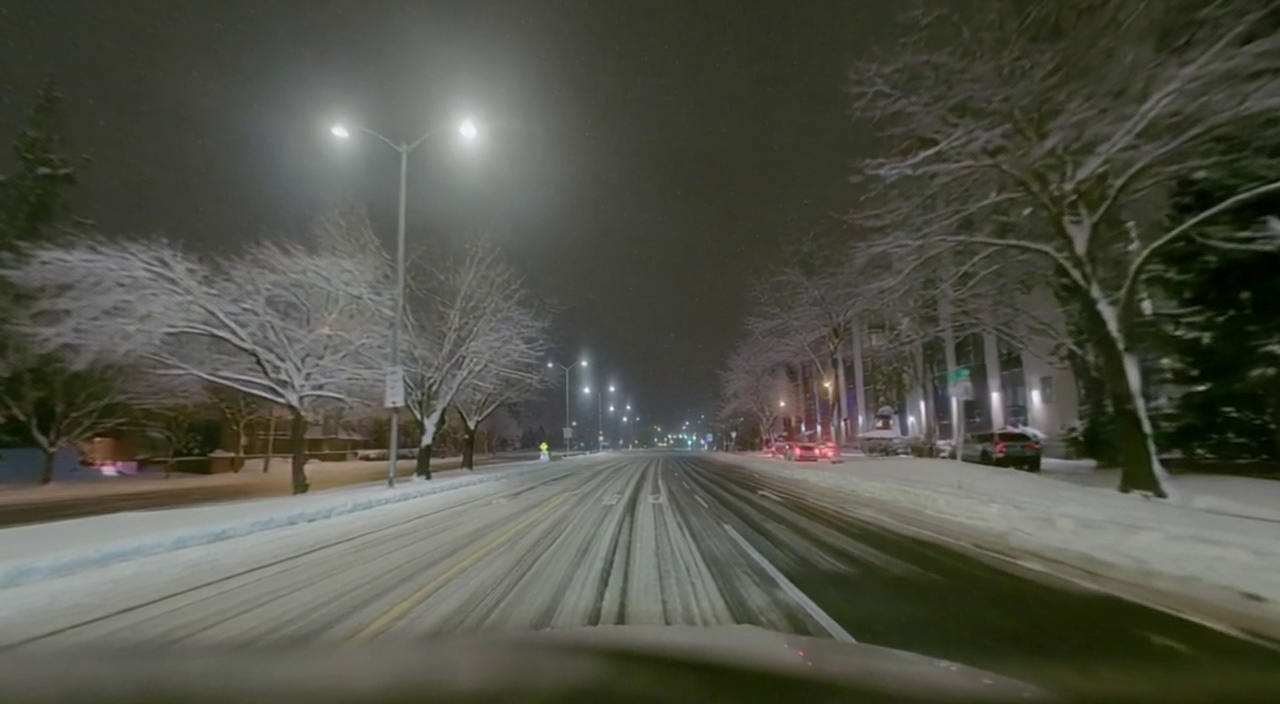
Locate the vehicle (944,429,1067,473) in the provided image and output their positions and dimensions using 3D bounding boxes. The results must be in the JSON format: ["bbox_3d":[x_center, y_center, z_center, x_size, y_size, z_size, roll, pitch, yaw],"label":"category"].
[{"bbox_3d":[13.628,3.735,23.875,1.879,1.507,4.836,0,-9,2],"label":"vehicle"}]
